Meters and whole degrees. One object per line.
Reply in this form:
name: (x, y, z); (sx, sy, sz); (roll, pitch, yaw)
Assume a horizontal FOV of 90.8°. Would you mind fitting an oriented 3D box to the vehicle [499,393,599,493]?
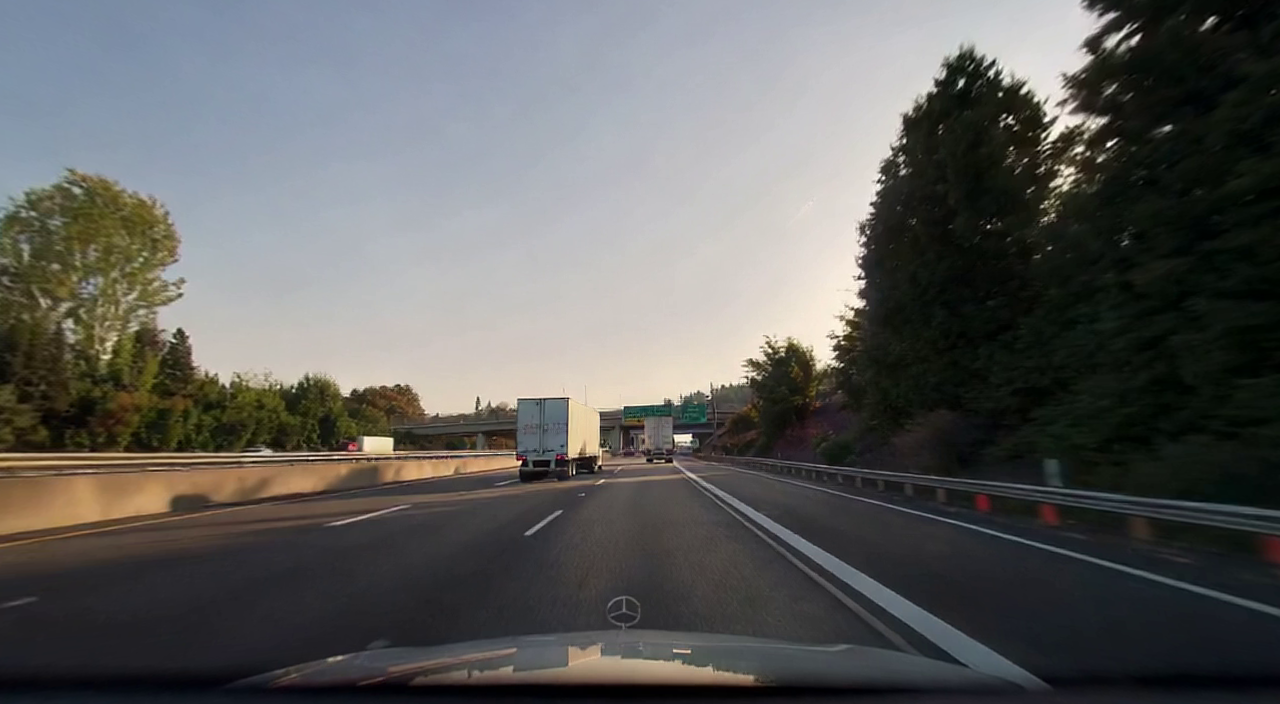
vehicle: (-3.229, 3.559, 24.402); (2.696, 3.266, 7.062); (0, -9, 1)
